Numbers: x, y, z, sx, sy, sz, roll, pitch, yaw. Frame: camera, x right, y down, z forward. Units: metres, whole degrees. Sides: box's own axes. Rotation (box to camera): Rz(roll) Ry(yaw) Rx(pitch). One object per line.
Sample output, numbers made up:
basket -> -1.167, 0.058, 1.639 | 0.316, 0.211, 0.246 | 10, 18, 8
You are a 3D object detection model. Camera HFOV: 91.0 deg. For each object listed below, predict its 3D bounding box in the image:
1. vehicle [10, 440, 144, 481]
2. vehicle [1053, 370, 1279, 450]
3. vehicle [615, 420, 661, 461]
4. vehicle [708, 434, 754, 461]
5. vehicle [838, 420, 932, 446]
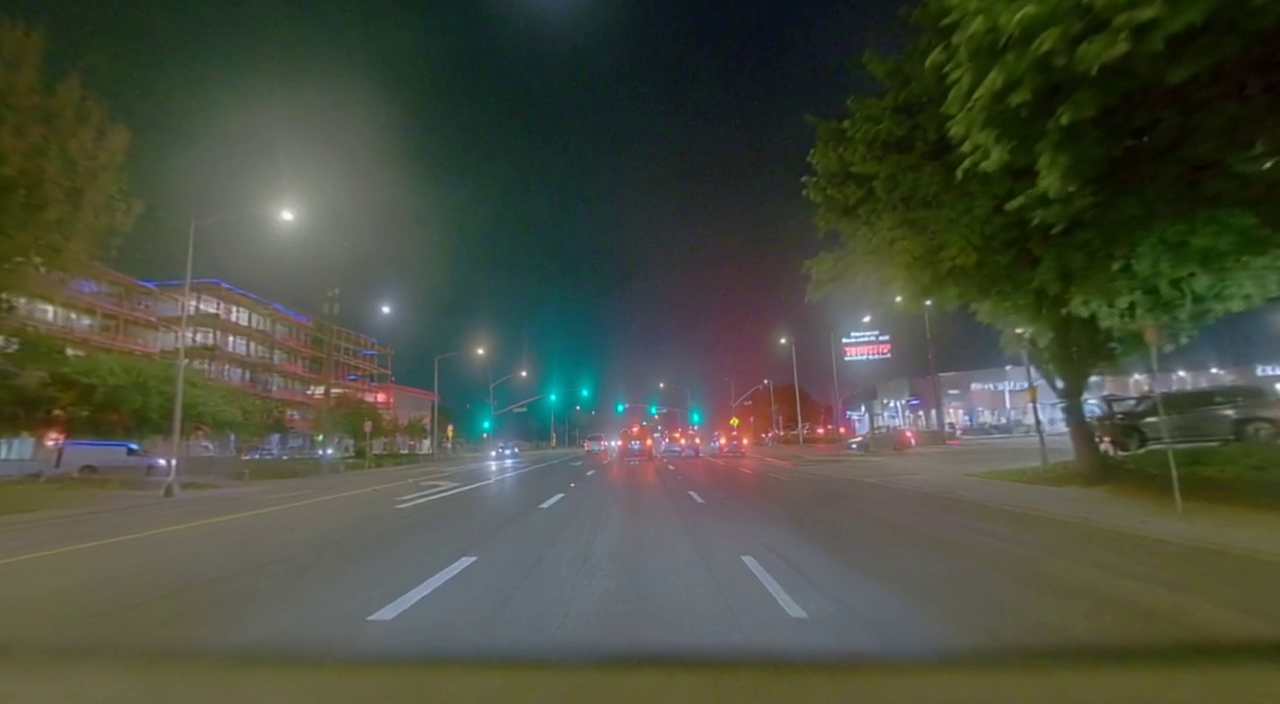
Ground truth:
vehicle -> -27.942, 5.335, 31.362 | 2.023, 1.885, 4.626 | -8, -11, 42
vehicle -> 16.029, 1.868, 19.001 | 5.631, 2.106, 2.298 | -6, -11, 38
vehicle -> -0.164, 5.004, 35.421 | 2.350, 2.122, 5.801 | 0, -8, -1
vehicle -> 5.297, 5.606, 37.143 | 2.145, 1.503, 4.267 | 0, -8, 1
vehicle -> 15.005, 5.003, 38.663 | 4.986, 1.467, 2.025 | -6, -10, 34
